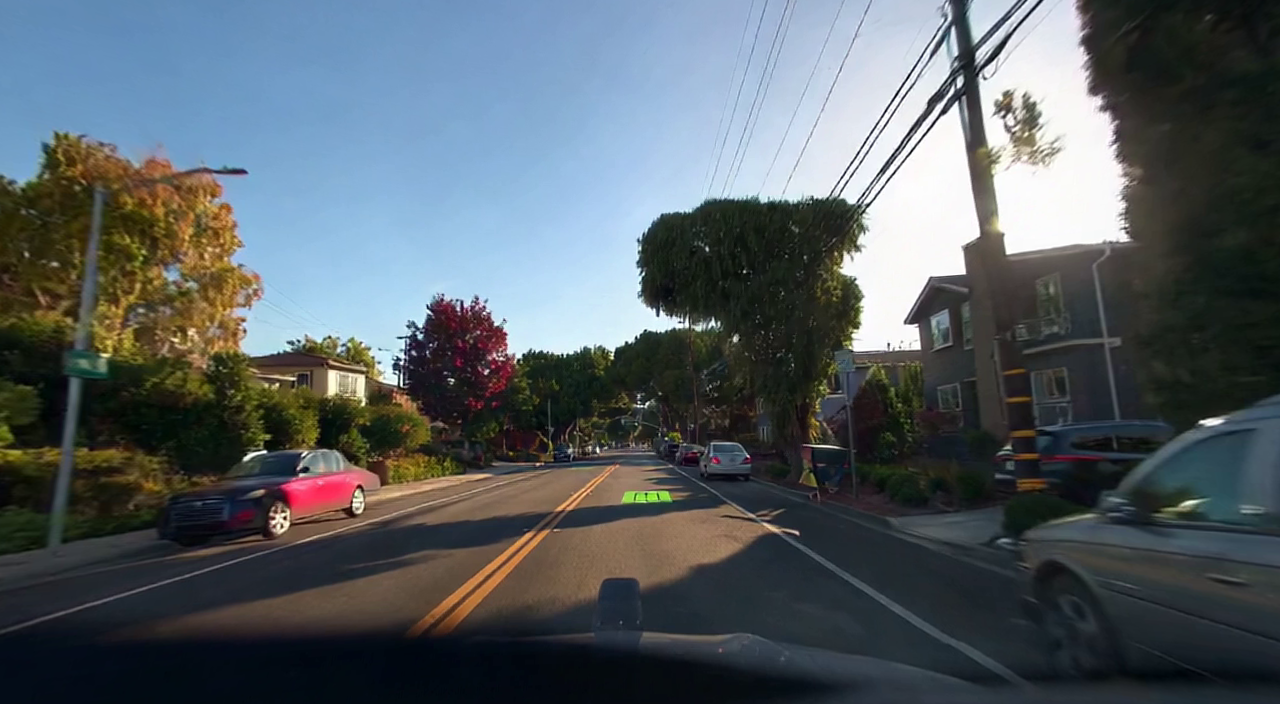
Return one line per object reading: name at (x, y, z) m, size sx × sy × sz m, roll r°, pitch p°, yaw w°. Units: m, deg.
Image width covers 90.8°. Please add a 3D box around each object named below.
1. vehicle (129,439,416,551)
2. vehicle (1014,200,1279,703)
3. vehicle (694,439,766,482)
vehicle at (-6.652, 2.594, 12.594) m, size 2.195 × 1.684 × 5.802 m, roll -1°, pitch -8°, yaw 1°
vehicle at (3.454, 0.294, 0.255) m, size 2.382 × 2.186 × 6.650 m, roll 0°, pitch -8°, yaw -1°
vehicle at (3.480, 4.308, 25.483) m, size 2.024 × 1.554 × 4.867 m, roll 0°, pitch -8°, yaw -2°
